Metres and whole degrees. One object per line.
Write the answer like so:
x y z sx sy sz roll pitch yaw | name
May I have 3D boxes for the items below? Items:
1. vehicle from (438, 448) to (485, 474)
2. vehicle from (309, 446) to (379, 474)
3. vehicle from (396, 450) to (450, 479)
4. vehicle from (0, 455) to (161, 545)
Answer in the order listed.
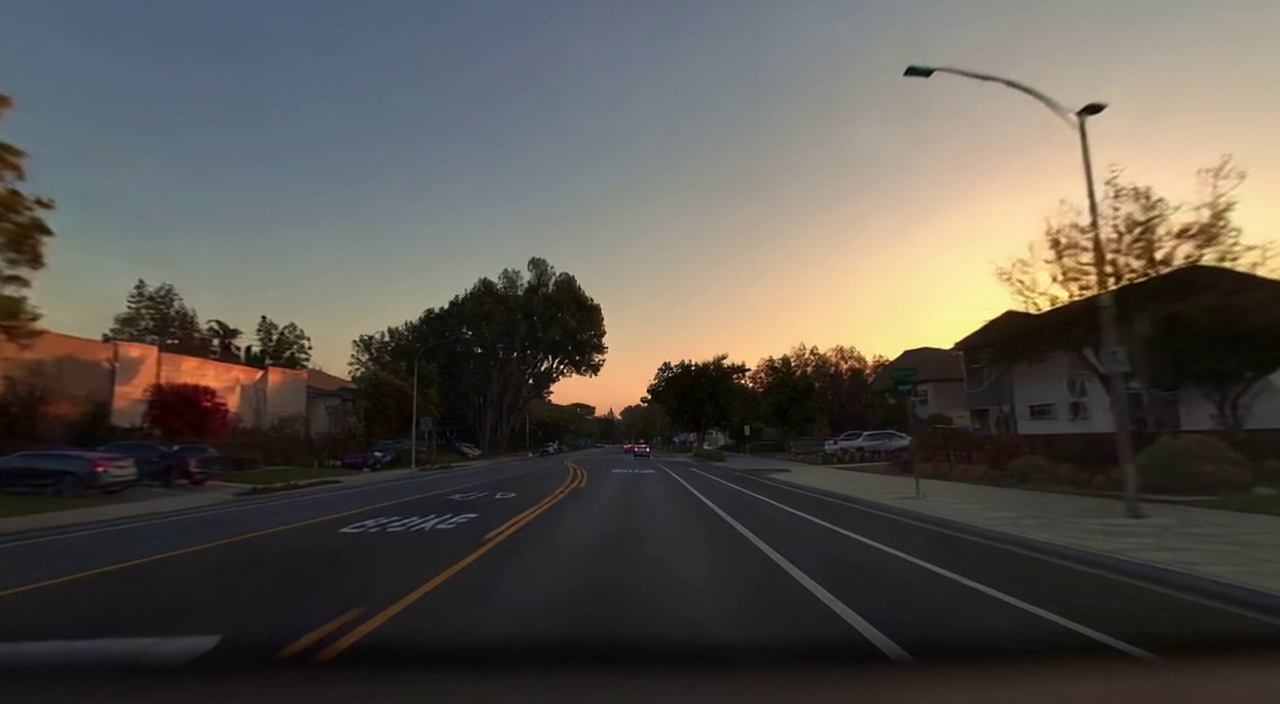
-12.665 7.790 45.054 1.950 1.593 4.784 -1 -7 0 | vehicle
-21.442 7.823 45.677 4.145 1.420 1.899 -6 -7 0 | vehicle
-12.912 6.685 37.664 1.777 1.555 4.000 0 -8 0 | vehicle
-12.891 3.131 13.761 1.791 1.552 3.919 -3 -8 0 | vehicle
